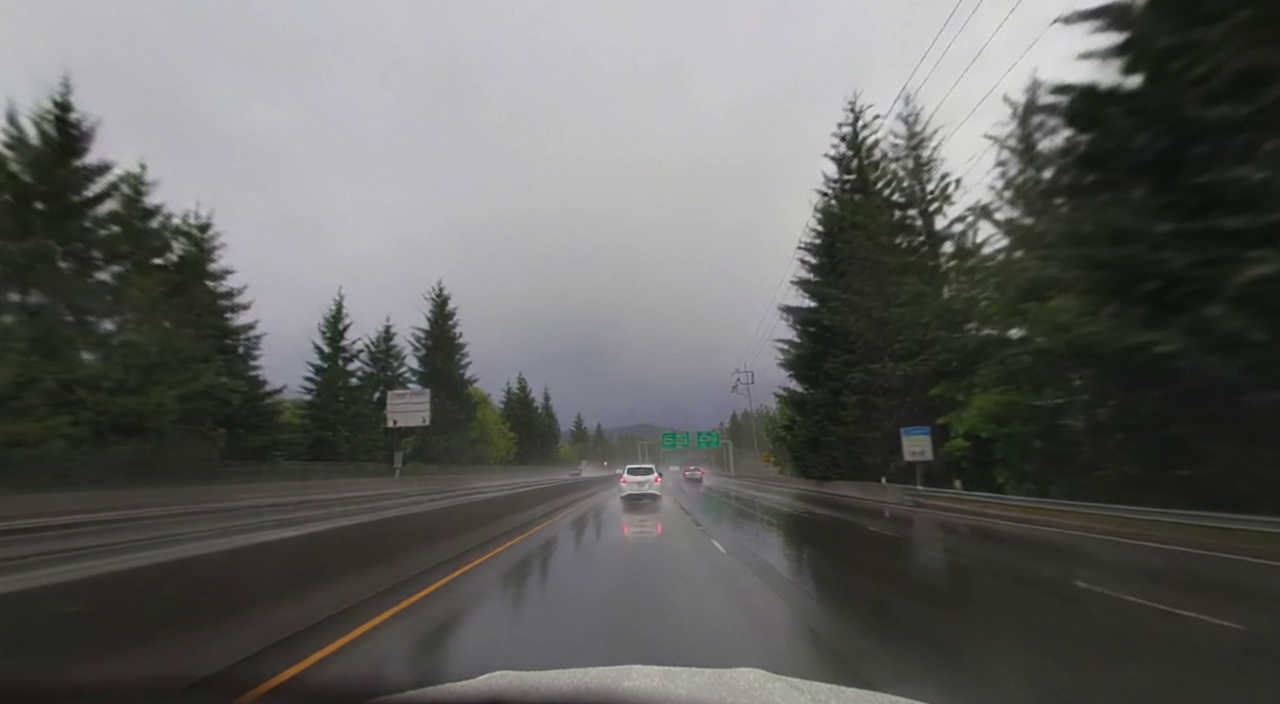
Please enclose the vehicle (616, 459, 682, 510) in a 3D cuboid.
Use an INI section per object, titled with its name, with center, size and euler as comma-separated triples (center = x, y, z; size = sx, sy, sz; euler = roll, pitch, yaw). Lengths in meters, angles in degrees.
[vehicle]
center = 0.280, 4.354, 20.959
size = 1.987, 1.480, 3.786
euler = 1, -10, 0
